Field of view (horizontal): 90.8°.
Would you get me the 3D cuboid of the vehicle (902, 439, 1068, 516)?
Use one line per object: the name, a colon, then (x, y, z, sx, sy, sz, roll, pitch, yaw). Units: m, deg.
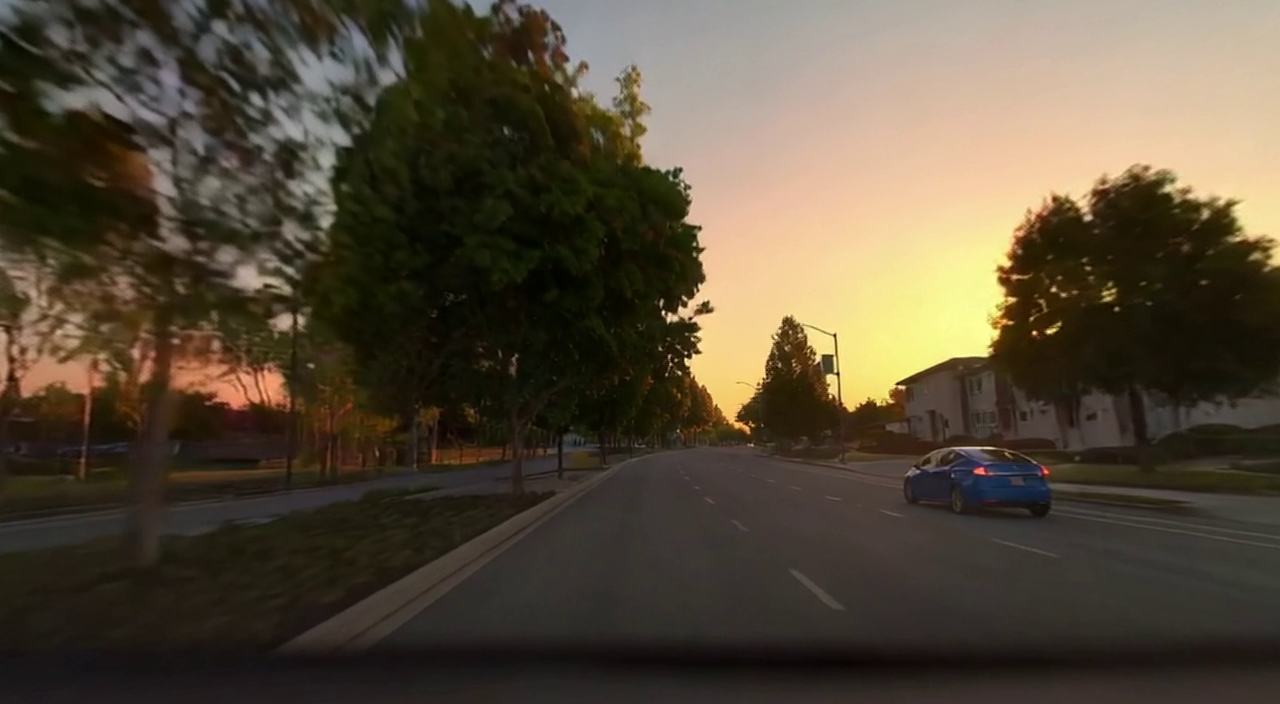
vehicle: (7.587, 2.759, 14.319, 1.797, 1.518, 3.433, 0, -9, 1)
